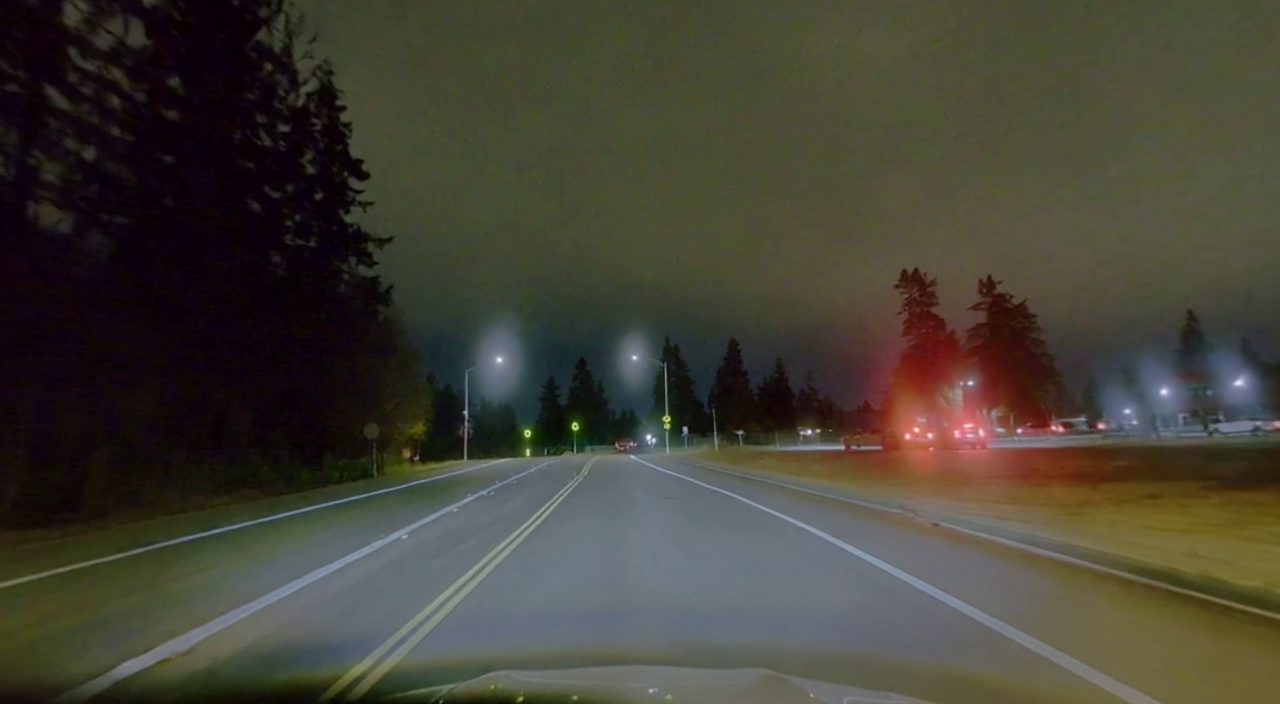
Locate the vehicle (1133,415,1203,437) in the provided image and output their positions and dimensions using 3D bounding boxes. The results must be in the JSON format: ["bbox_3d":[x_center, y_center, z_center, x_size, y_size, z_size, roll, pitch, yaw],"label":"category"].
[{"bbox_3d":[39.250,5.544,46.964,1.823,1.489,4.541,-1,-8,9],"label":"vehicle"}]

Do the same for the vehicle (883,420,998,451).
[{"bbox_3d":[14.769,4.143,31.117,4.744,1.476,1.926,1,-8,-5],"label":"vehicle"}]

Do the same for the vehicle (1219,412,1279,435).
[{"bbox_3d":[44.546,5.200,45.548,1.868,1.571,4.451,-2,-8,13],"label":"vehicle"}]
